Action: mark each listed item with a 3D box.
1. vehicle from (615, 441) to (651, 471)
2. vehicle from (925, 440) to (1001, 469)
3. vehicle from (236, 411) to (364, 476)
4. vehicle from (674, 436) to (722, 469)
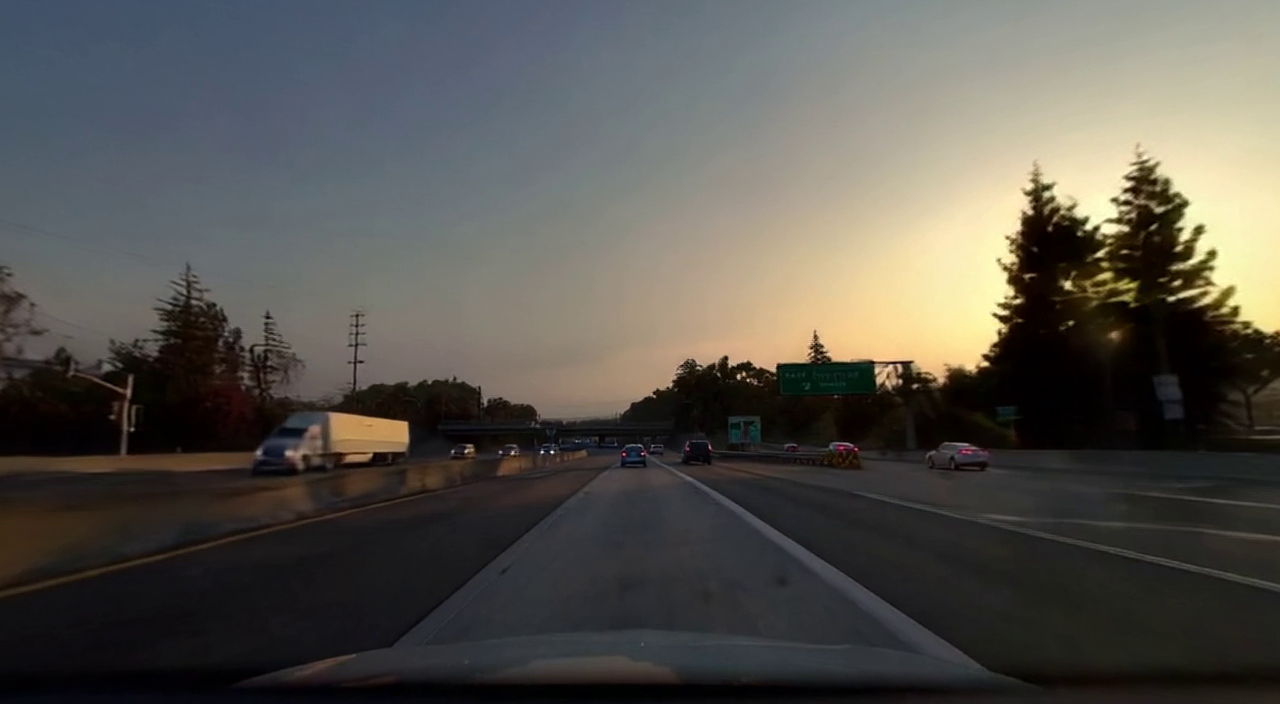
[{"bbox_3d":[-0.384,6.393,39.070,2.105,1.711,4.293,0,-9,0],"label":"vehicle"},{"bbox_3d":[17.210,5.473,33.900,1.872,1.459,4.502,-1,-8,3],"label":"vehicle"},{"bbox_3d":[-18.900,5.230,35.867,2.928,3.257,7.814,0,-9,-1],"label":"vehicle"},{"bbox_3d":[3.755,6.664,41.913,2.505,2.020,5.532,0,-9,-1],"label":"vehicle"}]
